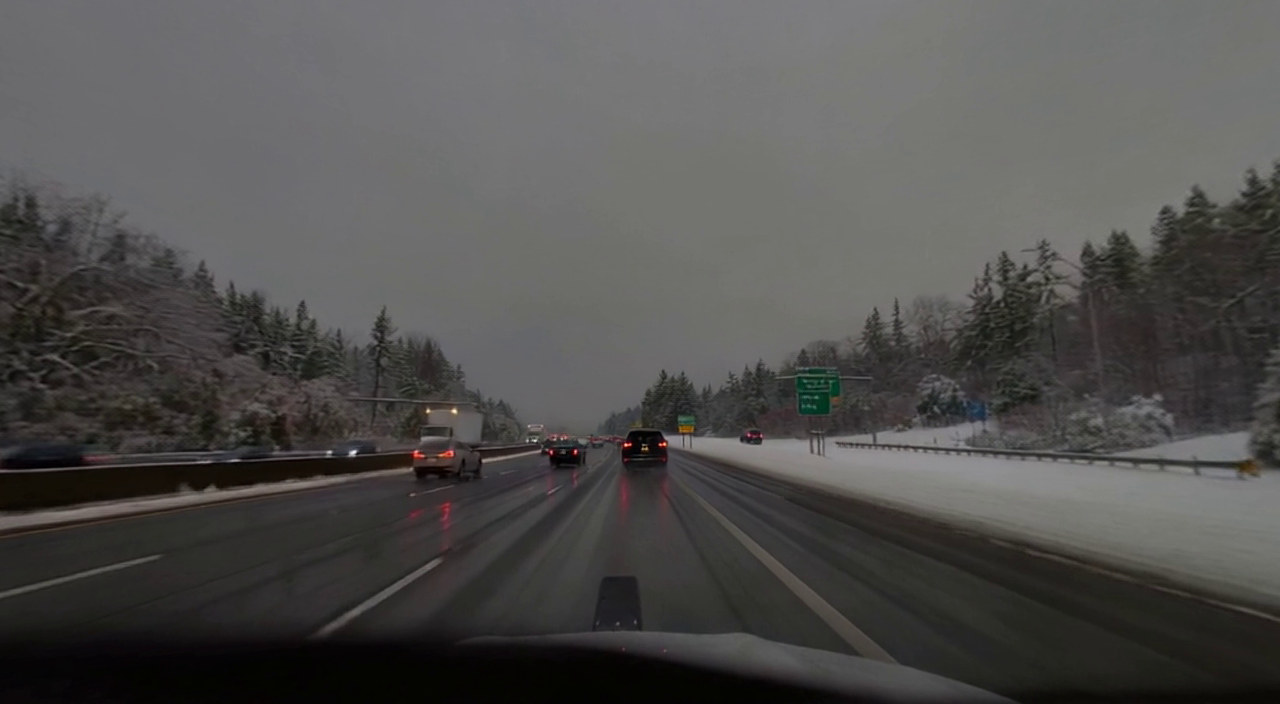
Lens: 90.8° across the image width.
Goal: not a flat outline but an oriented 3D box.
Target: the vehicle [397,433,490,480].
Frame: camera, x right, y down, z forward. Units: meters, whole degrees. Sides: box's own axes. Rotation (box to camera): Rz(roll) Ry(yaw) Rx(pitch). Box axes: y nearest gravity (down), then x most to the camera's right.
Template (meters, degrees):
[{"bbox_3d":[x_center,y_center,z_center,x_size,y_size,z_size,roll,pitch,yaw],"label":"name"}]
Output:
[{"bbox_3d":[-7.728,4.158,25.403,2.195,1.652,4.733,0,-8,0],"label":"vehicle"}]

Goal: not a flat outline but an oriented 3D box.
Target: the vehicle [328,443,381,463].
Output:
[{"bbox_3d":[-21.347,7.569,47.468,1.839,1.455,4.501,0,-8,0],"label":"vehicle"}]

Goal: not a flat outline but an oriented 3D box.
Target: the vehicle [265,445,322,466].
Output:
[{"bbox_3d":[-25.198,7.555,46.113,1.873,1.435,4.122,0,-8,0],"label":"vehicle"}]

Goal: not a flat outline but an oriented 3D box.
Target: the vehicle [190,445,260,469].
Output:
[{"bbox_3d":[-29.020,7.359,44.382,1.813,1.570,4.679,0,-8,-1],"label":"vehicle"}]

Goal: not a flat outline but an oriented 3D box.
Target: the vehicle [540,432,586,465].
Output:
[{"bbox_3d":[-4.270,5.445,35.598,2.044,1.717,4.421,0,-8,0],"label":"vehicle"}]

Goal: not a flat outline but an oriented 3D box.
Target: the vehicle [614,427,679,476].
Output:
[{"bbox_3d":[0.191,3.973,25.413,2.378,1.750,4.355,0,-8,-1],"label":"vehicle"}]
